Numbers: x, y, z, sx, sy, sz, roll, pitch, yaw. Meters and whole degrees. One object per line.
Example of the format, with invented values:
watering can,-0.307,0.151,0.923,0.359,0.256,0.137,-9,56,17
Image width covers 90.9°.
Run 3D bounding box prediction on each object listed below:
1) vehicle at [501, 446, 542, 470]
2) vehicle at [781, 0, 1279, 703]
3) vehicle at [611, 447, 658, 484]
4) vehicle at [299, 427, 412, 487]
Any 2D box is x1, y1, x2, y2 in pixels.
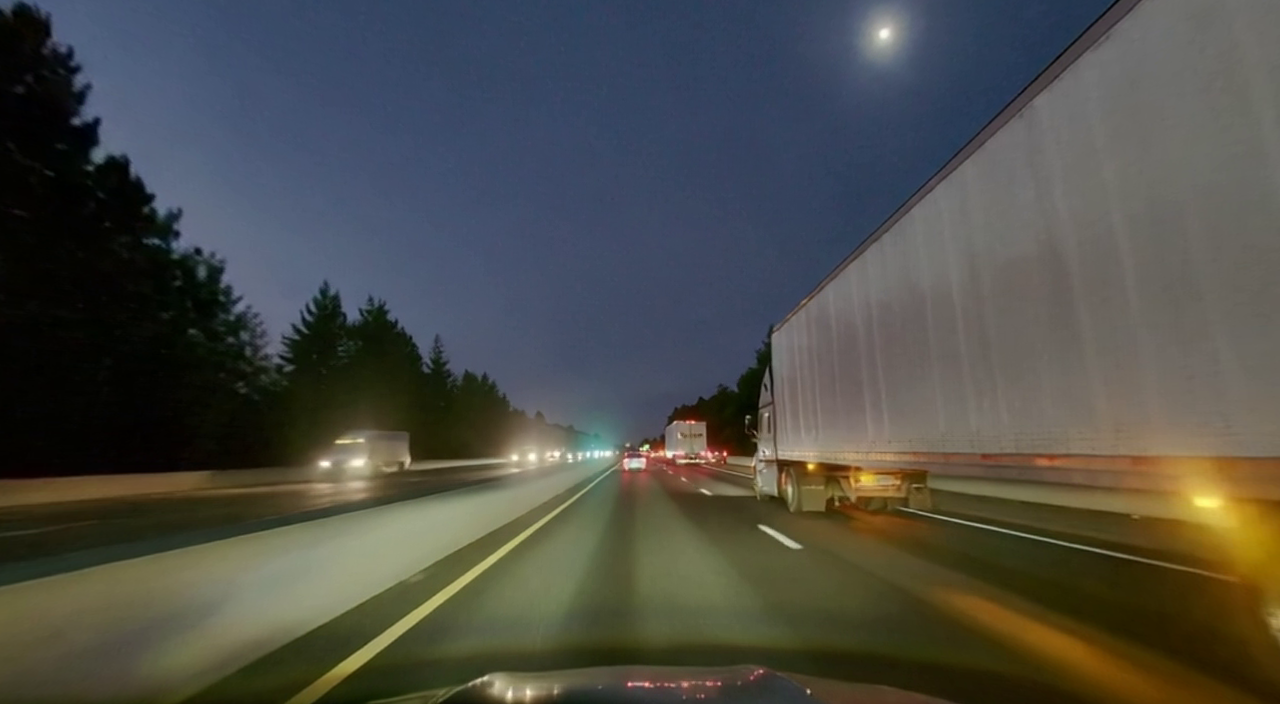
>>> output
vehicle,-8.281,7.454,44.422,2.034,1.621,4.525,0,-9,0
vehicle,4.619,0.313,6.647,2.842,4.060,13.939,0,-9,-1
vehicle,-0.223,4.883,27.412,1.939,1.495,3.612,0,-9,0
vehicle,-13.239,4.966,30.012,2.255,2.511,6.577,0,-9,0
